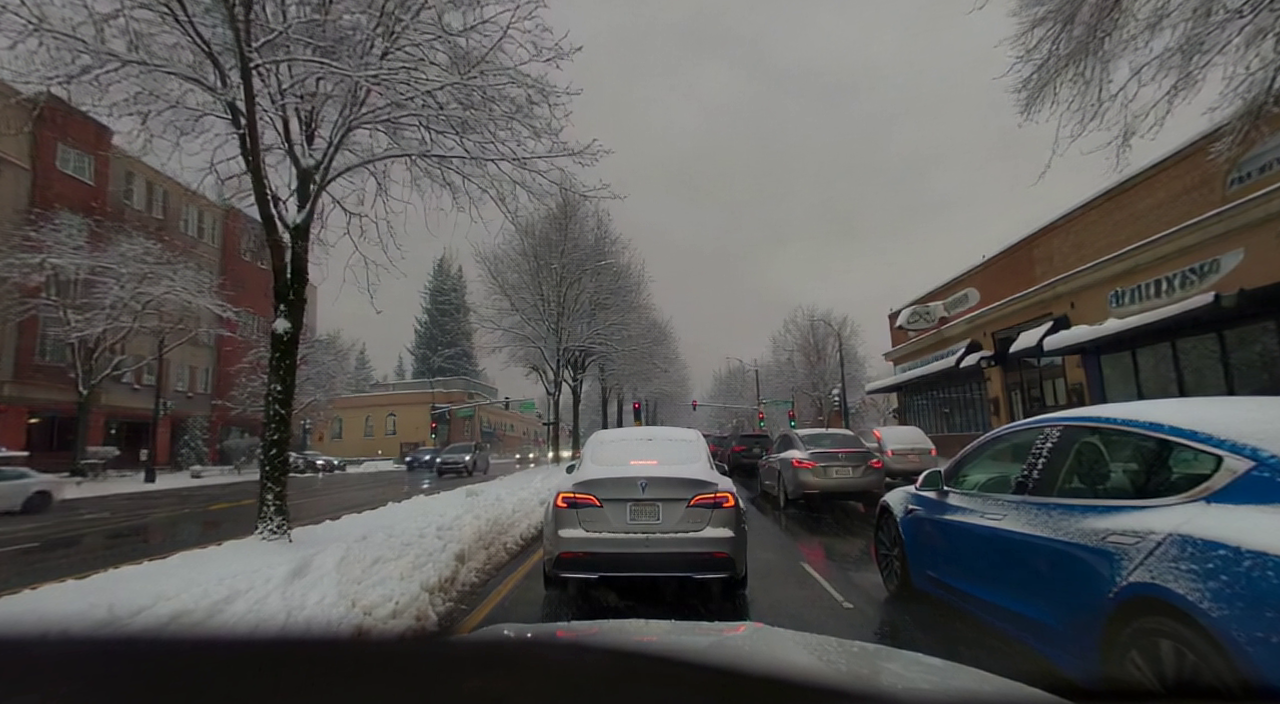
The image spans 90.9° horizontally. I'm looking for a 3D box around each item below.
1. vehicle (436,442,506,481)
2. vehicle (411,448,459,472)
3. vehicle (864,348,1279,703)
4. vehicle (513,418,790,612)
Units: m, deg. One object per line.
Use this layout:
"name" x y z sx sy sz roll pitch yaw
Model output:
"vehicle" -7.715 5.036 29.292 1.999 1.662 4.291 0 -8 1
"vehicle" -15.117 7.955 46.733 2.005 1.630 4.556 0 -8 1
"vehicle" 3.192 1.062 3.800 2.038 1.651 4.455 0 -8 0
"vehicle" 0.103 1.556 6.914 2.137 1.488 3.938 0 -8 0
